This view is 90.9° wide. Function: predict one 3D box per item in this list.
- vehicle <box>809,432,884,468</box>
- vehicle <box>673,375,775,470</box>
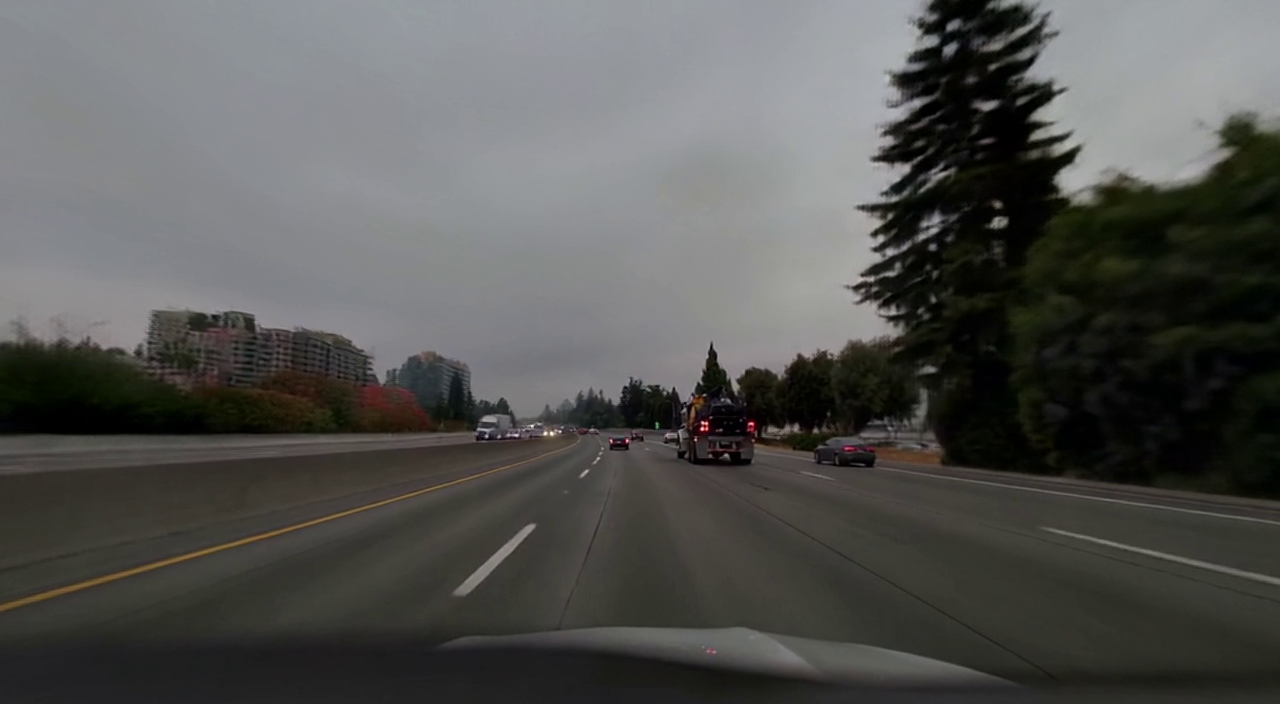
[{"bbox_3d":[9.067,4.328,28.090,1.820,1.469,4.257,0,-8,-1],"label":"vehicle"},{"bbox_3d":[3.583,3.448,29.949,2.912,3.738,10.123,0,-8,-3],"label":"vehicle"}]
